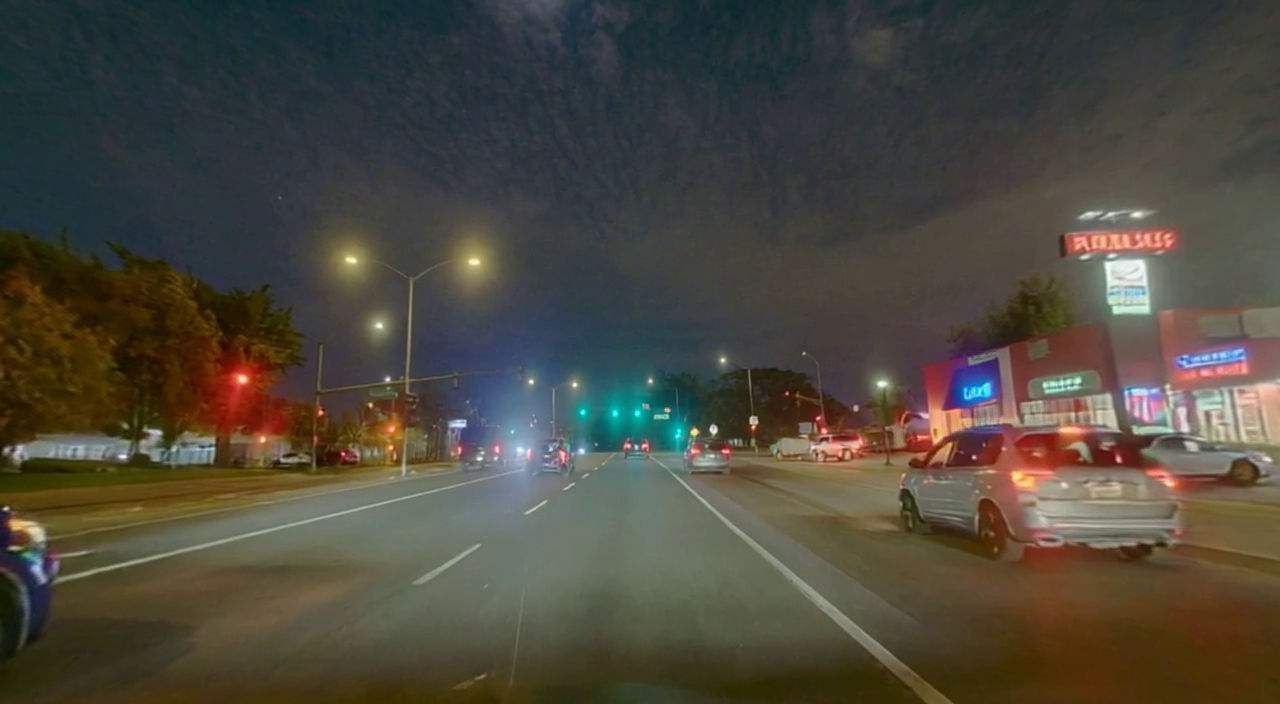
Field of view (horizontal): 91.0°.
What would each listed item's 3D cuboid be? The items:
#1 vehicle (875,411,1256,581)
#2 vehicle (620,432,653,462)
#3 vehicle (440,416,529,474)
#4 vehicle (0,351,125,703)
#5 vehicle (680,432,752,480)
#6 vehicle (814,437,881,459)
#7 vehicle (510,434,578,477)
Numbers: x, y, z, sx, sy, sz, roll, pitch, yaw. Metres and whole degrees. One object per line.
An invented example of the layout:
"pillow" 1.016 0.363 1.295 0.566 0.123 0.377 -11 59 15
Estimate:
"vehicle" 5.037 1.756 8.455 2.080 1.661 4.324 0 -9 0
"vehicle" -0.308 7.154 47.367 2.299 2.104 5.207 0 -9 -2
"vehicle" -7.577 4.687 31.574 2.863 2.592 6.410 0 -9 -1
"vehicle" -4.053 0.646 1.481 2.038 1.748 4.303 0 -9 -1
"vehicle" 2.989 4.249 25.919 2.167 1.792 4.835 1 -9 -2
"vehicle" 15.154 7.029 46.063 4.149 1.524 1.993 0 -9 -1
"vehicle" -4.030 4.470 27.380 2.133 1.677 4.727 0 -9 1
